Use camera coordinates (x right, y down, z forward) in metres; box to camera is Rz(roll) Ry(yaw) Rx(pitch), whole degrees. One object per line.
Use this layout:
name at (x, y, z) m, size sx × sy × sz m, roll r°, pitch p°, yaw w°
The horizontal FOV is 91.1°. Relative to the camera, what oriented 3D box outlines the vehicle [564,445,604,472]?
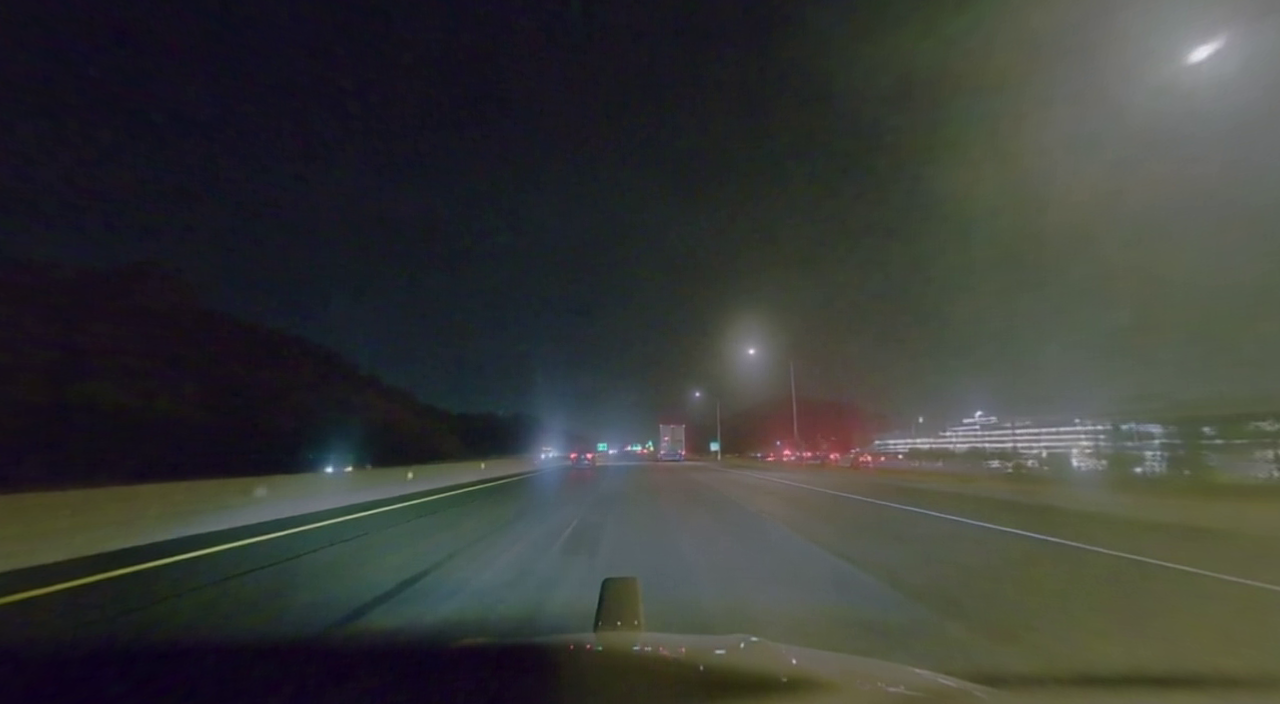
vehicle at (-3.322, 6.472, 38.265) m, size 2.100 × 1.525 × 4.179 m, roll 0°, pitch -9°, yaw 0°
